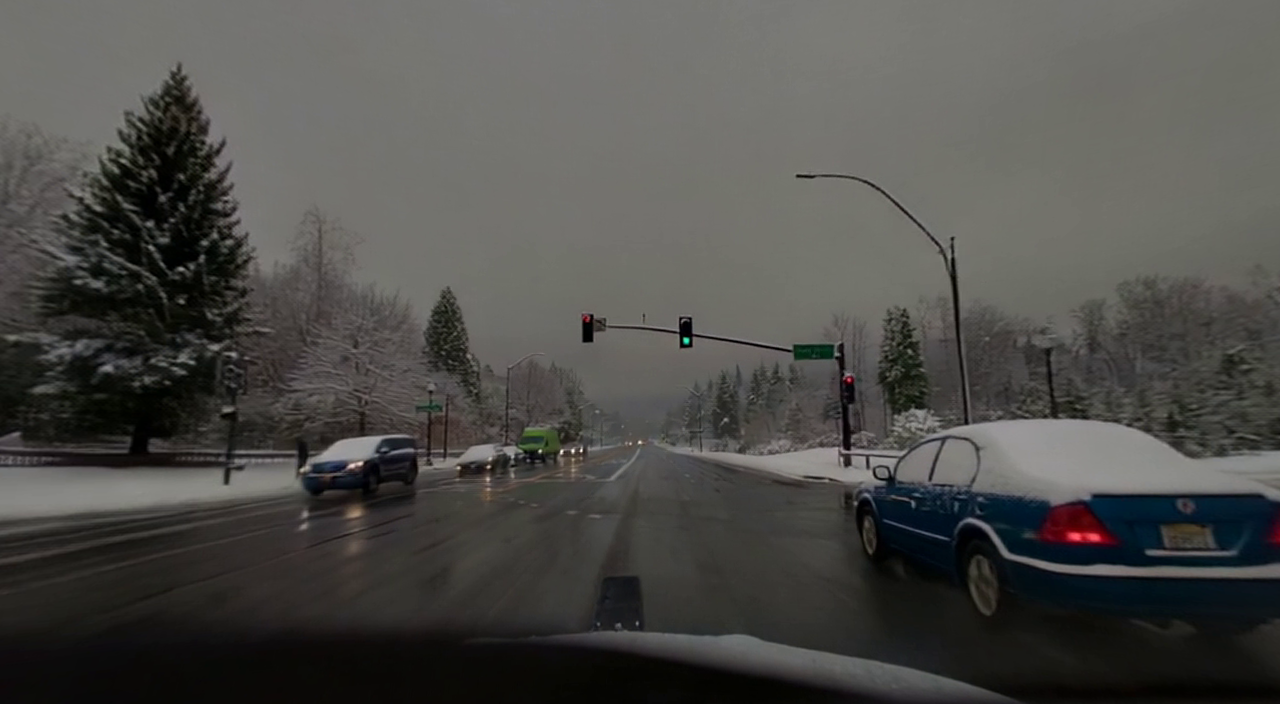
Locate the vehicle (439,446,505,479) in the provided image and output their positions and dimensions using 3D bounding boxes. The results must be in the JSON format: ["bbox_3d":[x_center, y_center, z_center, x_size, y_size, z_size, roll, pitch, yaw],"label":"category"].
[{"bbox_3d":[-8.185,5.405,31.302,1.906,1.468,4.686,0,-8,1],"label":"vehicle"}]

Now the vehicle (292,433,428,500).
[{"bbox_3d":[-8.714,3.570,20.245,2.130,1.874,4.691,0,-8,1],"label":"vehicle"}]

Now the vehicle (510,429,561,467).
[{"bbox_3d":[-8.054,7.440,49.504,2.617,2.736,6.621,-1,-8,2],"label":"vehicle"}]

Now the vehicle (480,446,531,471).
[{"bbox_3d":[-8.489,6.763,40.310,2.190,1.455,4.516,0,-8,1],"label":"vehicle"}]

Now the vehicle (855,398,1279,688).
[{"bbox_3d":[3.886,1.374,5.908,2.129,1.581,4.780,0,-8,1],"label":"vehicle"}]
